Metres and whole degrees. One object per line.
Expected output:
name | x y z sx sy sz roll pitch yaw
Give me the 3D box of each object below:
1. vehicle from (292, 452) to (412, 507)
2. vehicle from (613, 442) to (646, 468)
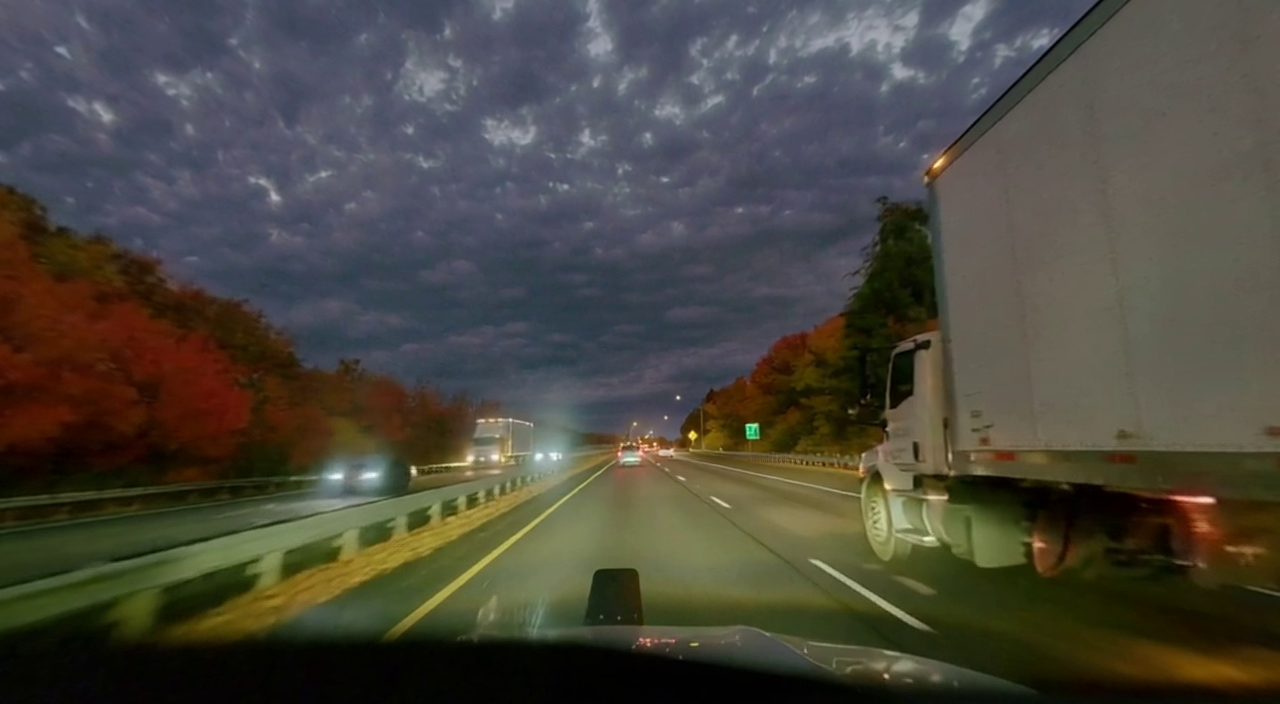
vehicle | -8.998 3.981 20.009 1.941 1.521 4.082 0 -9 -1
vehicle | -0.743 7.059 43.204 2.151 1.693 4.201 0 -9 -2
